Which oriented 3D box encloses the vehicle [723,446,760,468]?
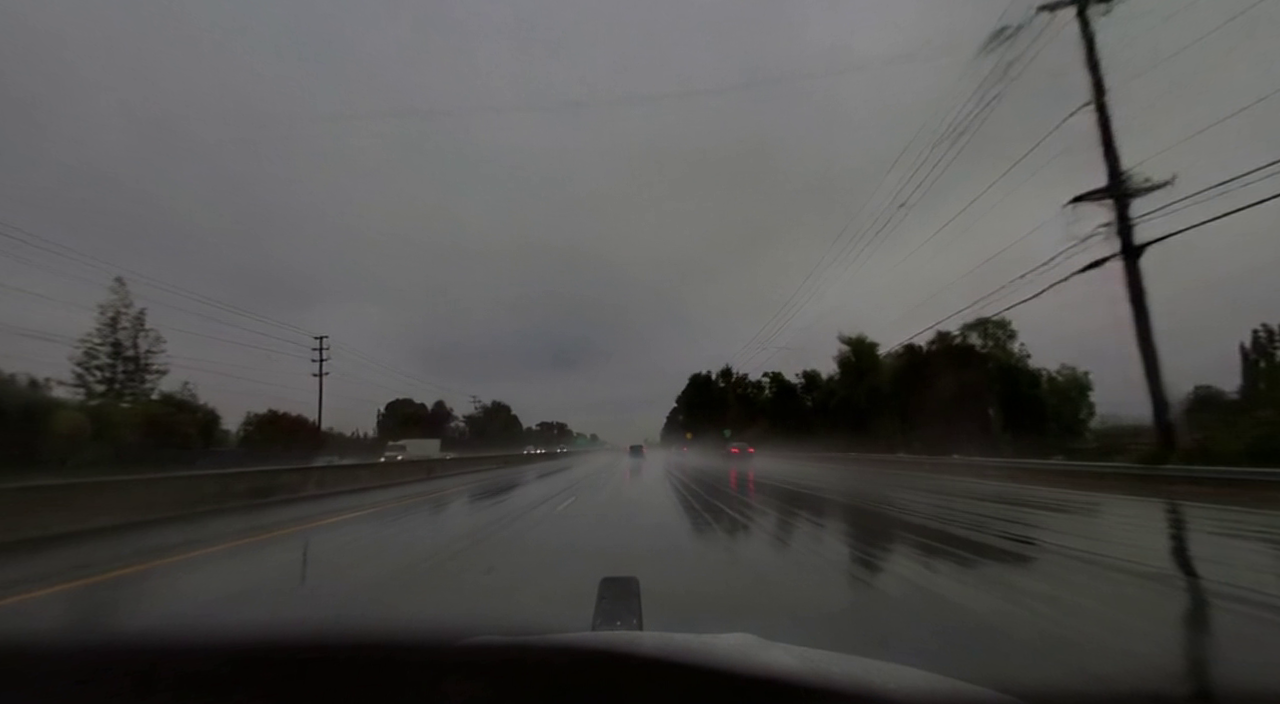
[{"bbox_3d":[7.113,7.402,44.721,1.817,1.440,4.075,0,-9,-1],"label":"vehicle"}]
